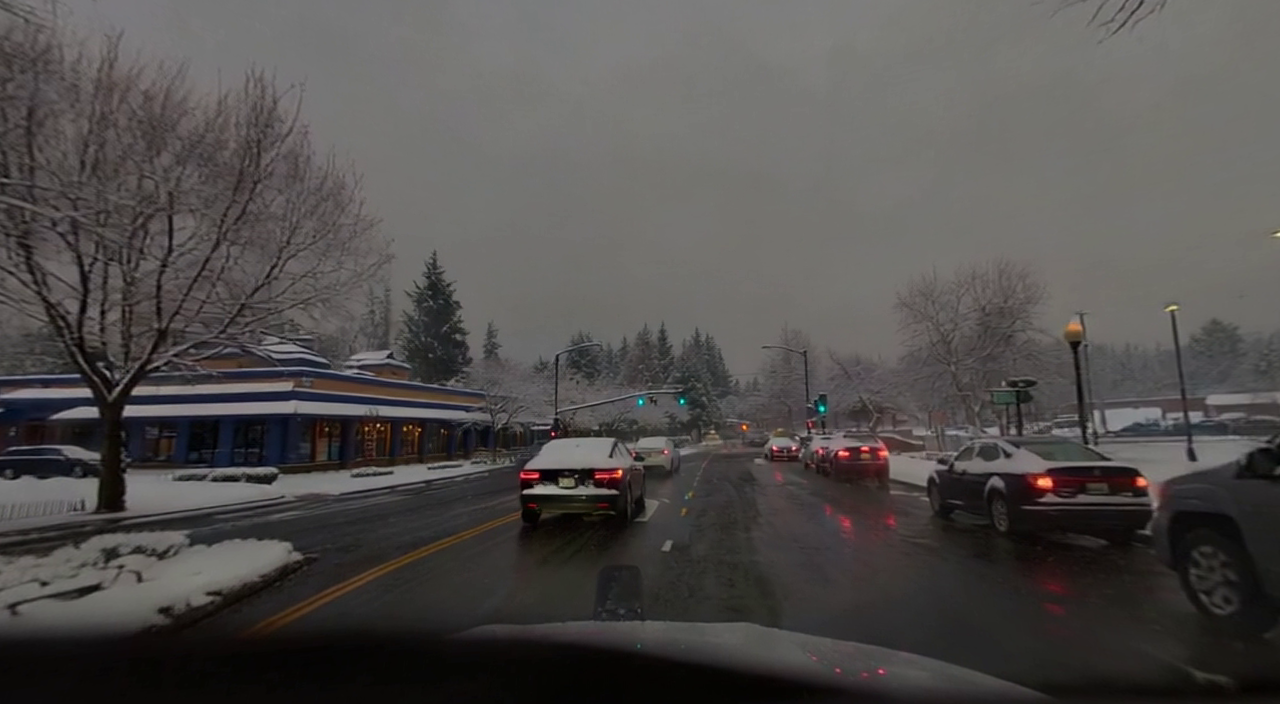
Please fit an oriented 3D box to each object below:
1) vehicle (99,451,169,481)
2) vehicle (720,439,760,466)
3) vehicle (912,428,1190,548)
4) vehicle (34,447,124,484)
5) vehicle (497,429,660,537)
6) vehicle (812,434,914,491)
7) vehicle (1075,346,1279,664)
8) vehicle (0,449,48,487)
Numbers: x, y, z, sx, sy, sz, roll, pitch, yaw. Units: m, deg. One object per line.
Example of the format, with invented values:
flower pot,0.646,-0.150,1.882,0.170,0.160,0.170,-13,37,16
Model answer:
vehicle,-25.956,5.794,32.374,3.527,1.390,1.681,-5,-10,33
vehicle,5.809,5.906,37.313,2.095,1.473,4.301,-1,-8,6
vehicle,6.124,2.033,10.215,1.857,1.483,4.430,-1,-8,6
vehicle,-26.535,5.299,29.877,4.127,1.583,1.978,-5,-10,32
vehicle,-0.817,2.169,11.139,1.968,1.497,4.286,-1,-8,7
vehicle,6.605,3.302,19.235,1.910,1.493,4.490,-1,-8,6
vehicle,4.946,0.789,2.881,2.324,1.907,5.634,-1,-8,6
vehicle,-27.081,4.925,27.027,3.865,1.499,1.804,-7,-11,38
